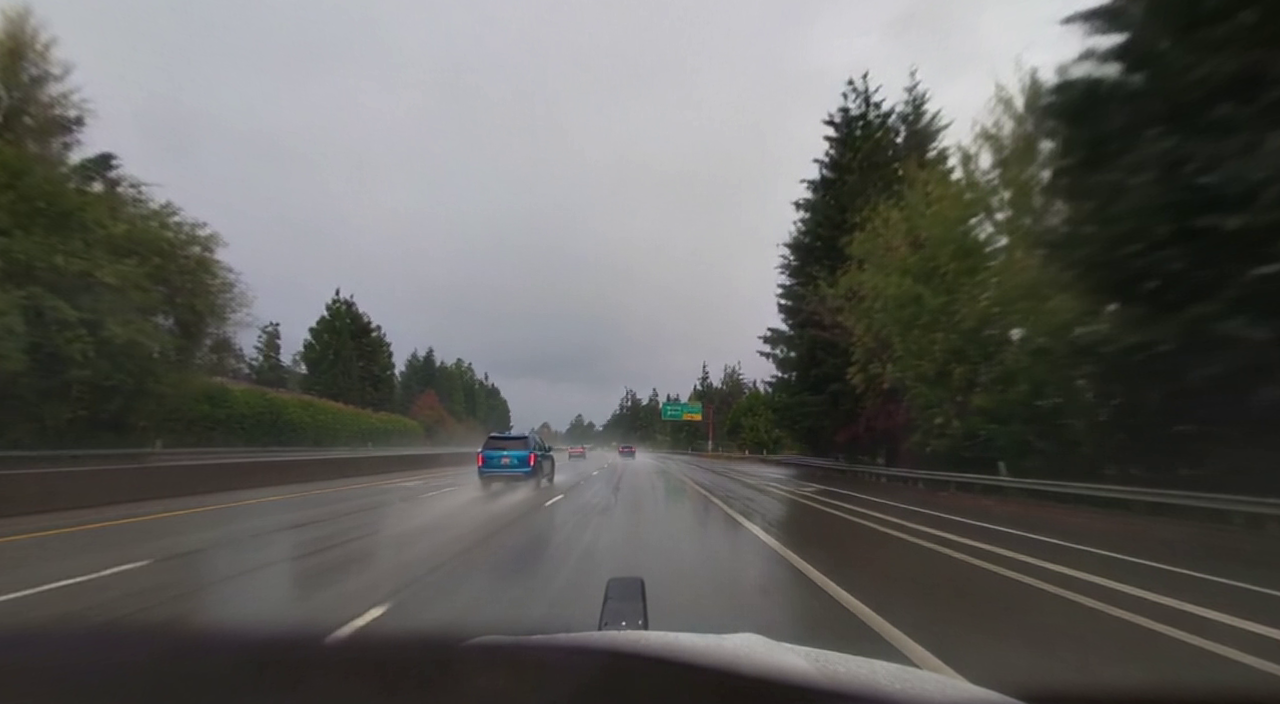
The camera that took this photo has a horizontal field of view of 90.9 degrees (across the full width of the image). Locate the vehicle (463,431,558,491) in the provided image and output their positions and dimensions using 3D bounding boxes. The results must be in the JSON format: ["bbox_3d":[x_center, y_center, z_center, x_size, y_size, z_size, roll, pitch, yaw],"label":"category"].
[{"bbox_3d":[-4.072,3.498,20.666,2.162,1.724,4.537,0,-8,0],"label":"vehicle"}]
